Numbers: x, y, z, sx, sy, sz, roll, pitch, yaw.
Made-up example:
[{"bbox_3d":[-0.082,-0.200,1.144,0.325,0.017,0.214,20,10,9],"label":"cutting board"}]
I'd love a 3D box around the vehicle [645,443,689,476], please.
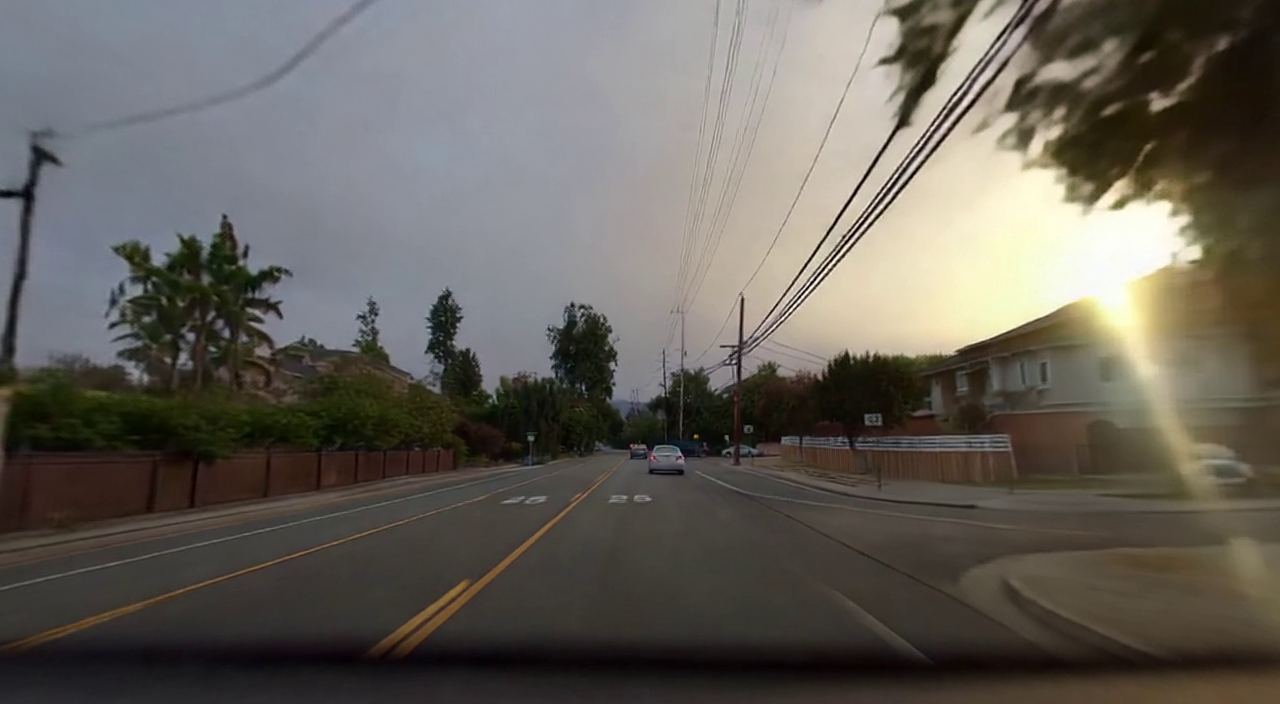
[{"bbox_3d":[1.254,5.185,30.885,1.975,1.497,3.647,0,-8,0],"label":"vehicle"}]
